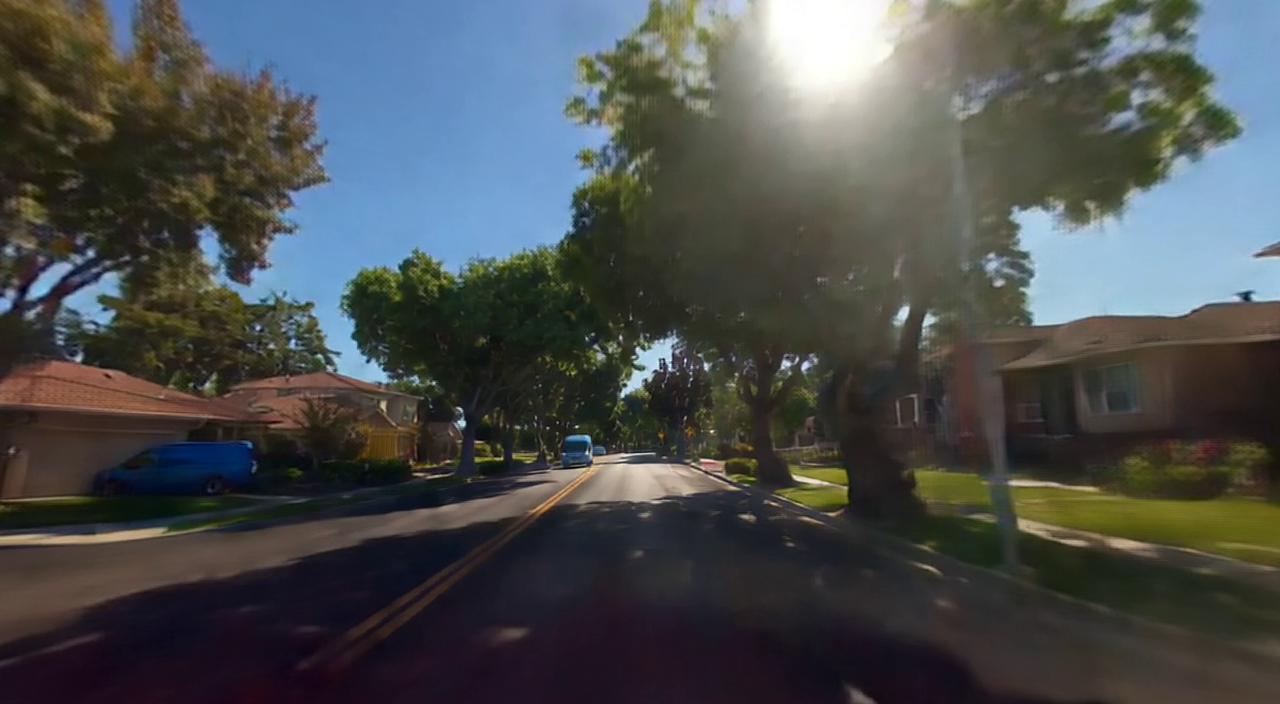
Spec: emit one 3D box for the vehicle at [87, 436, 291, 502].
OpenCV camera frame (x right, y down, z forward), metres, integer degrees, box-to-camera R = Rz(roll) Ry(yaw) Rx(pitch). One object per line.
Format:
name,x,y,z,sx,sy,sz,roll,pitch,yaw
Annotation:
vehicle,-14.462,3.702,20.609,2.145,1.839,4.837,-6,-10,33

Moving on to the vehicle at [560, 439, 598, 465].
vehicle,-4.471,7.416,47.064,2.303,1.813,5.660,0,-8,0
